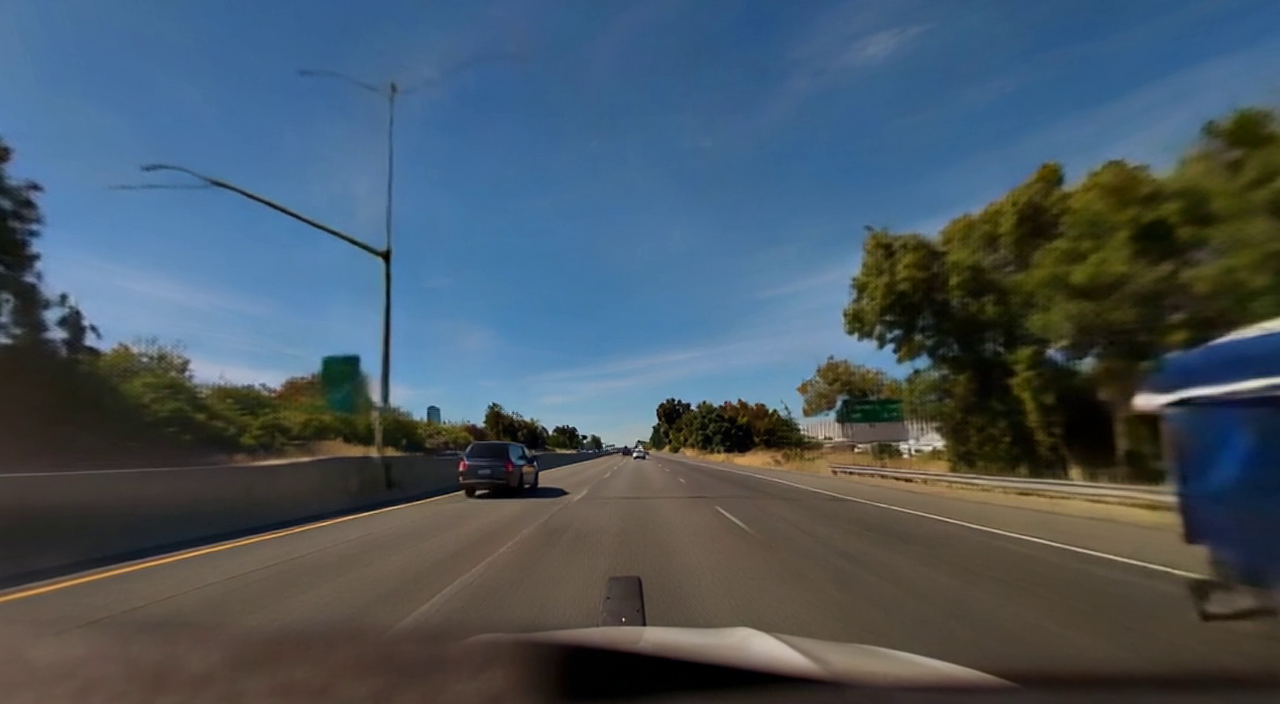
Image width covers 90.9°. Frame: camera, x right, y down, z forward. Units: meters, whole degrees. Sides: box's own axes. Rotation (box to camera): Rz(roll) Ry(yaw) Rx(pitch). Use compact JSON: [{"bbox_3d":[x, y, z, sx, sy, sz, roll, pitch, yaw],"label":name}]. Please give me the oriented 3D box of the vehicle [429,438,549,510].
[{"bbox_3d":[-3.576,2.977,15.763,1.965,1.556,3.971,0,-9,1],"label":"vehicle"}]
